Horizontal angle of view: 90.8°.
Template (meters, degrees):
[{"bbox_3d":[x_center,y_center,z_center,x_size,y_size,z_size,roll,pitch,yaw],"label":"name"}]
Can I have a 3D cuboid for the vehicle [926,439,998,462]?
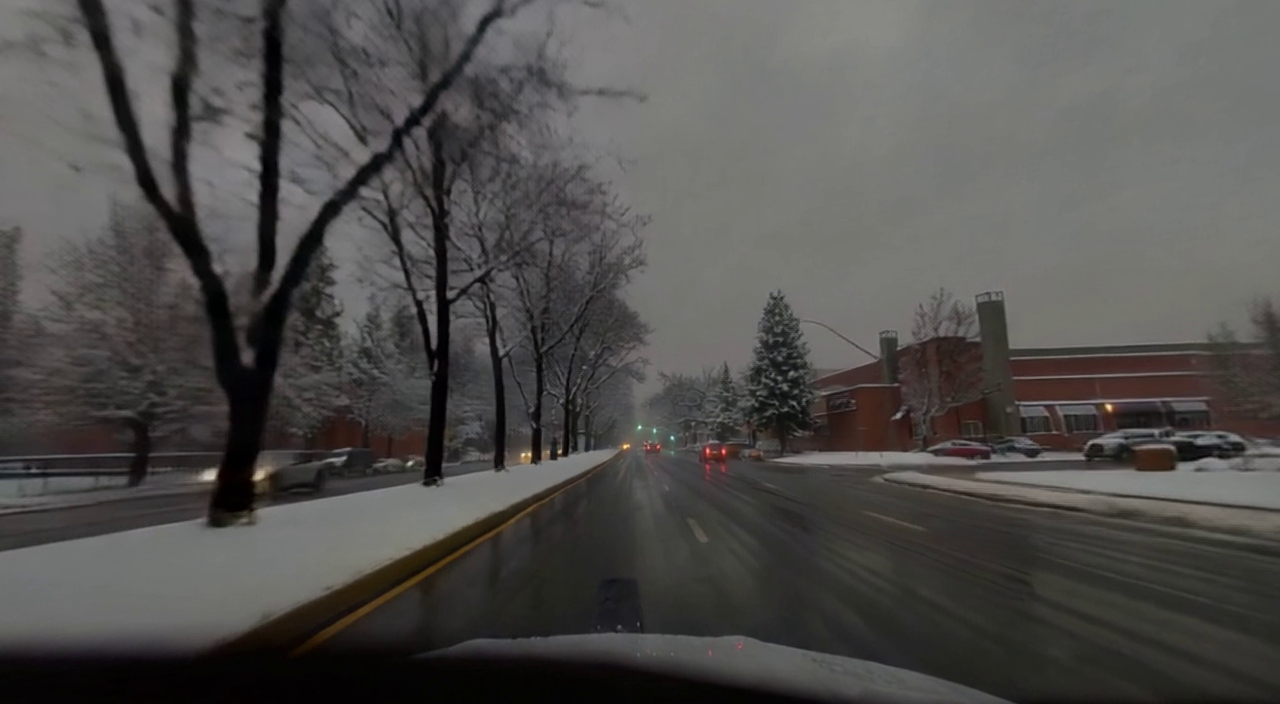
[{"bbox_3d":[23.677,7.219,46.448,4.518,1.599,1.850,2,-9,-13],"label":"vehicle"}]

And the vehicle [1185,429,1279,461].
[{"bbox_3d":[36.899,5.740,39.177,4.752,1.730,1.932,-1,-9,-11],"label":"vehicle"}]

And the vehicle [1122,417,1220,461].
[{"bbox_3d":[32.159,5.309,38.349,3.804,2.526,2.489,1,-9,-11],"label":"vehicle"}]

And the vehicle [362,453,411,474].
[{"bbox_3d":[-19.787,8.695,49.501,1.795,1.452,4.718,0,-9,1],"label":"vehicle"}]

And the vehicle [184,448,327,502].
[{"bbox_3d":[-13.453,4.279,22.537,1.990,1.686,4.611,-1,-9,3],"label":"vehicle"}]

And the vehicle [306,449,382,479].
[{"bbox_3d":[-20.074,7.581,43.236,2.208,1.882,5.826,-1,-9,2],"label":"vehicle"}]
